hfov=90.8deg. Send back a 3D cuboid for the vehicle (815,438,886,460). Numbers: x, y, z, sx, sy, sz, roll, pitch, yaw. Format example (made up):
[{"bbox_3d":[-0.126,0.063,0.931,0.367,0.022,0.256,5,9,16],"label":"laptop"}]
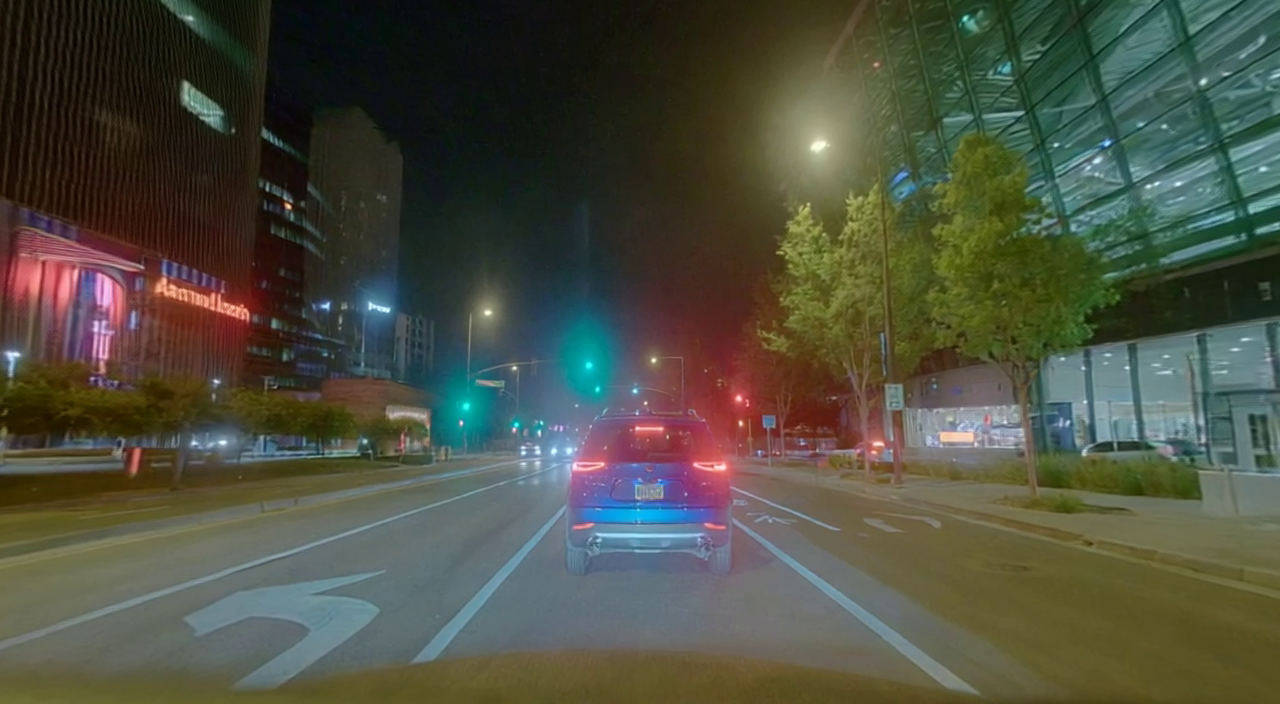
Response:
[{"bbox_3d":[15.182,7.014,45.700,4.422,1.563,1.751,0,-9,-1],"label":"vehicle"}]

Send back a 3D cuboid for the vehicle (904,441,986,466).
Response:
[{"bbox_3d":[18.515,6.151,38.480,4.034,1.448,1.798,0,-9,-3],"label":"vehicle"}]

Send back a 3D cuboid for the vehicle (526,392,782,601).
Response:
[{"bbox_3d":[0.021,1.526,7.499,2.183,1.765,4.059,0,-9,-3],"label":"vehicle"}]

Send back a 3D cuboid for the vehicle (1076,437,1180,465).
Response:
[{"bbox_3d":[29.816,6.056,38.682,4.571,1.558,2.171,0,-9,-2],"label":"vehicle"}]
